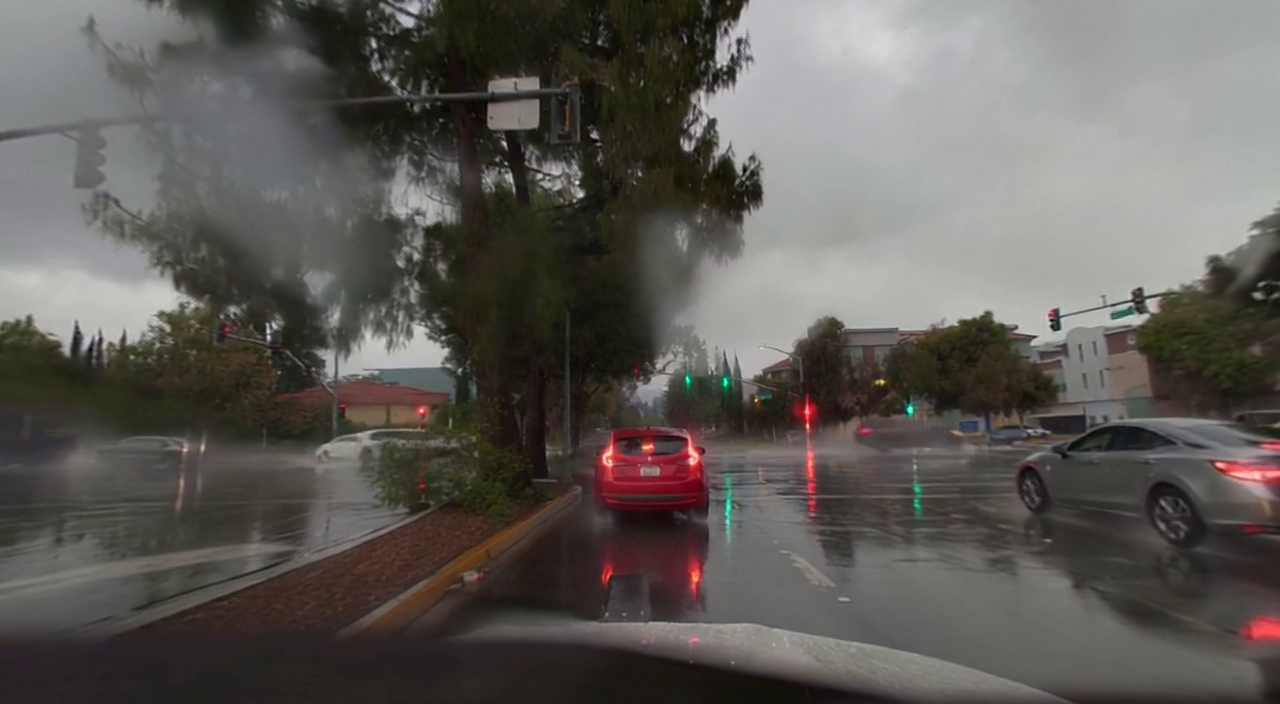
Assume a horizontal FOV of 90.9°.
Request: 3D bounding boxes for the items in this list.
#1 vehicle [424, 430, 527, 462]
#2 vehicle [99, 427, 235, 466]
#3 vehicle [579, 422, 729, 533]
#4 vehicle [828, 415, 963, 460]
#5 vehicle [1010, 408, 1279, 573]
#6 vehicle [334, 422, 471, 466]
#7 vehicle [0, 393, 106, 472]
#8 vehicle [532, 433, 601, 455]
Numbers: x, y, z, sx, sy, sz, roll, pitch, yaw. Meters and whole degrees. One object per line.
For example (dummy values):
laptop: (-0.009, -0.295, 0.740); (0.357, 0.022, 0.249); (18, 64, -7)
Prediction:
vehicle: (-7.790, 4.484, 30.152); (4.399, 1.445, 1.769); (-1, -8, 3)
vehicle: (-22.442, 4.509, 30.078); (4.833, 1.784, 2.027); (0, -8, 1)
vehicle: (0.141, 1.985, 10.546); (2.041, 1.485, 3.813); (0, -8, -1)
vehicle: (10.662, 3.605, 26.606); (4.786, 1.803, 1.967); (0, -8, 0)
vehicle: (7.108, 1.646, 8.247); (1.901, 1.577, 4.348); (0, -8, 0)
vehicle: (-9.899, 3.883, 26.556); (4.921, 1.757, 2.036); (-1, -8, 2)
vehicle: (-29.180, 3.447, 26.596); (10.544, 3.126, 2.909); (0, -8, 0)
vehicle: (-4.932, 6.257, 42.856); (4.507, 1.440, 1.736); (0, -8, -1)
